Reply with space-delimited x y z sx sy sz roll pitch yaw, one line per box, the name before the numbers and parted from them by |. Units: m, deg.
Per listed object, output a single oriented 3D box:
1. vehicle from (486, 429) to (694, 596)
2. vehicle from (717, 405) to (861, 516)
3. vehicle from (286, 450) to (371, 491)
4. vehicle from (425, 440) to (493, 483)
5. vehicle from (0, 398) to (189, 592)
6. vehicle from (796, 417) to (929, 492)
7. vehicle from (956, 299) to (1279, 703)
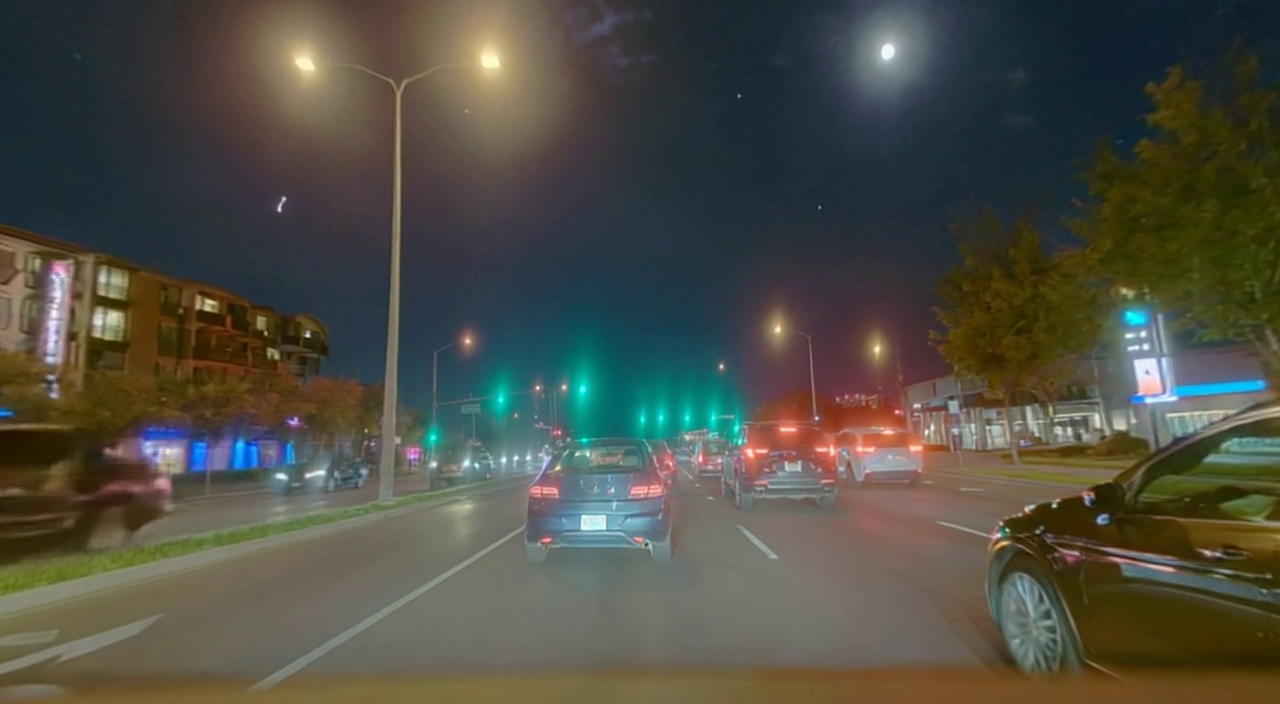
vehicle | -0.475 1.932 8.468 2.111 1.676 4.018 0 -8 1
vehicle | 3.734 2.886 17.145 2.516 2.481 5.766 0 -8 0
vehicle | -16.093 6.100 32.735 2.010 1.964 4.541 0 -8 1
vehicle | -9.057 5.477 31.781 1.979 1.987 4.542 0 -8 1
vehicle | -8.958 1.644 7.125 2.815 2.263 6.416 0 -8 1
vehicle | 7.366 3.487 21.591 2.627 2.252 5.236 0 -8 0
vehicle | 3.211 0.805 2.155 1.982 1.960 4.427 0 -8 1
